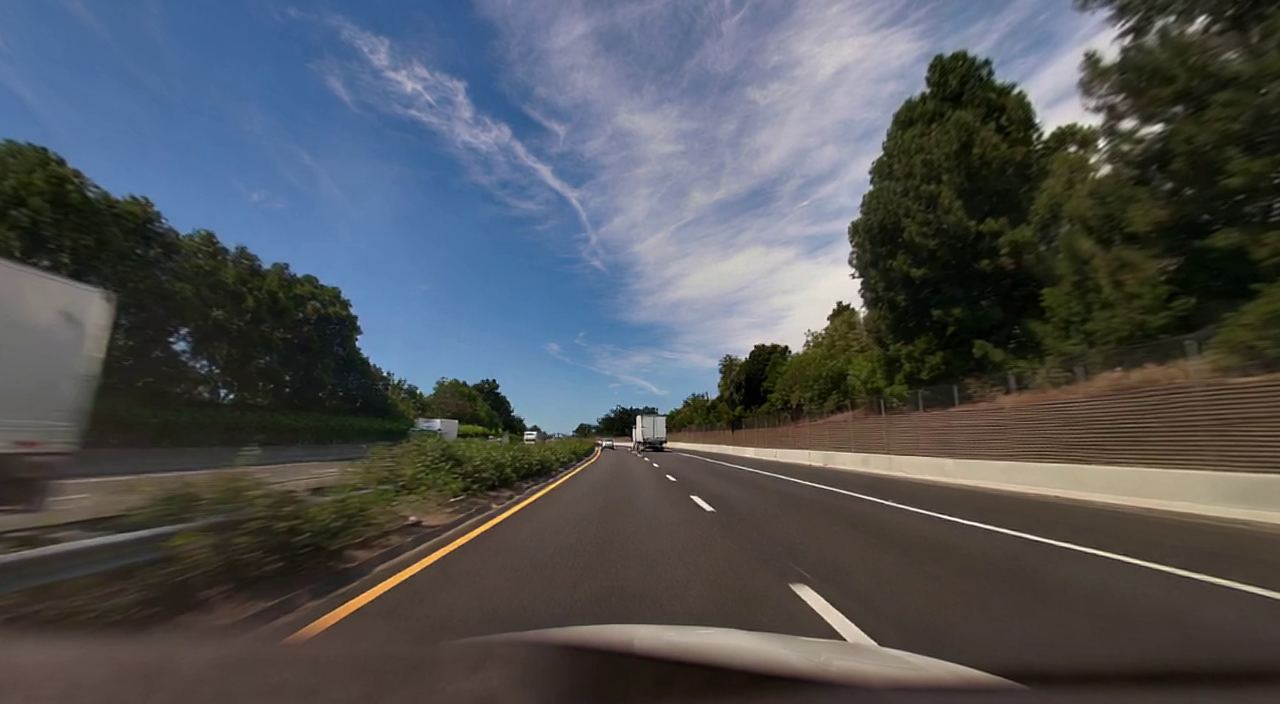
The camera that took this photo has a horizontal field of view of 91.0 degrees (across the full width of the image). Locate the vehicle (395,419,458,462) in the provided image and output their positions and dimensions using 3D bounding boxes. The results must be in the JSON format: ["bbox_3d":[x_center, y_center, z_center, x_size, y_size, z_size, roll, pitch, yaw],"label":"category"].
[{"bbox_3d":[-14.117,5.948,42.113,2.294,2.641,5.907,0,-8,-2],"label":"vehicle"}]

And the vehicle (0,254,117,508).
[{"bbox_3d":[-13.059,-0.171,6.325,3.640,4.457,14.111,0,-8,-1],"label":"vehicle"}]
